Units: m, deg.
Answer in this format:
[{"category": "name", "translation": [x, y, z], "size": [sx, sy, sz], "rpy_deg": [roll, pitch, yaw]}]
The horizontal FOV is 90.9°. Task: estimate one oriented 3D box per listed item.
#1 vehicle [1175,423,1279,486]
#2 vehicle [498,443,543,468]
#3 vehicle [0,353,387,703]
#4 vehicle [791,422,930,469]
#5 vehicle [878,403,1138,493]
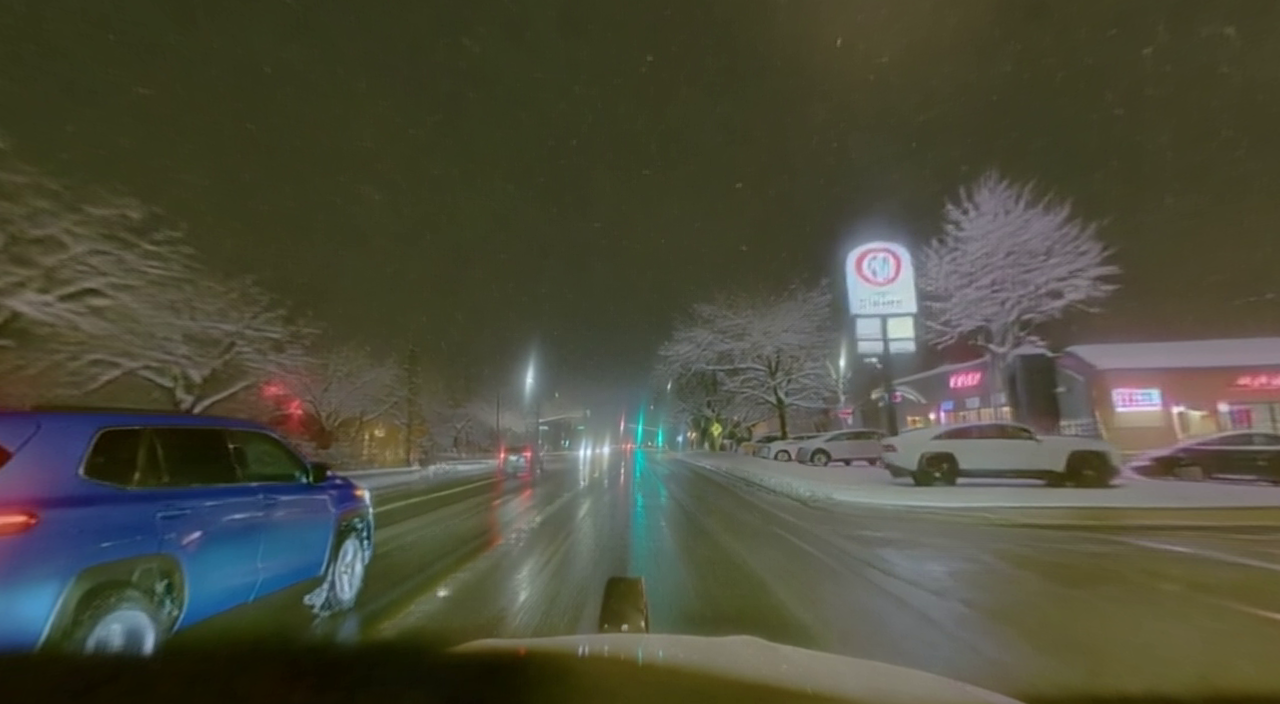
[{"category": "vehicle", "translation": [15.623, 2.400, 15.037], "size": [2.177, 1.397, 4.511], "rpy_deg": [-3, -8, 8]}, {"category": "vehicle", "translation": [-7.486, 6.497, 39.911], "size": [1.990, 1.483, 4.410], "rpy_deg": [0, -8, 0]}, {"category": "vehicle", "translation": [-3.432, 1.038, 3.719], "size": [2.127, 1.654, 4.121], "rpy_deg": [0, -8, 0]}, {"category": "vehicle", "translation": [9.102, 3.901, 26.362], "size": [4.978, 1.874, 2.079], "rpy_deg": [0, -8, -2]}, {"category": "vehicle", "translation": [8.722, 2.348, 15.570], "size": [5.031, 1.951, 2.184], "rpy_deg": [-2, -9, 15]}]
